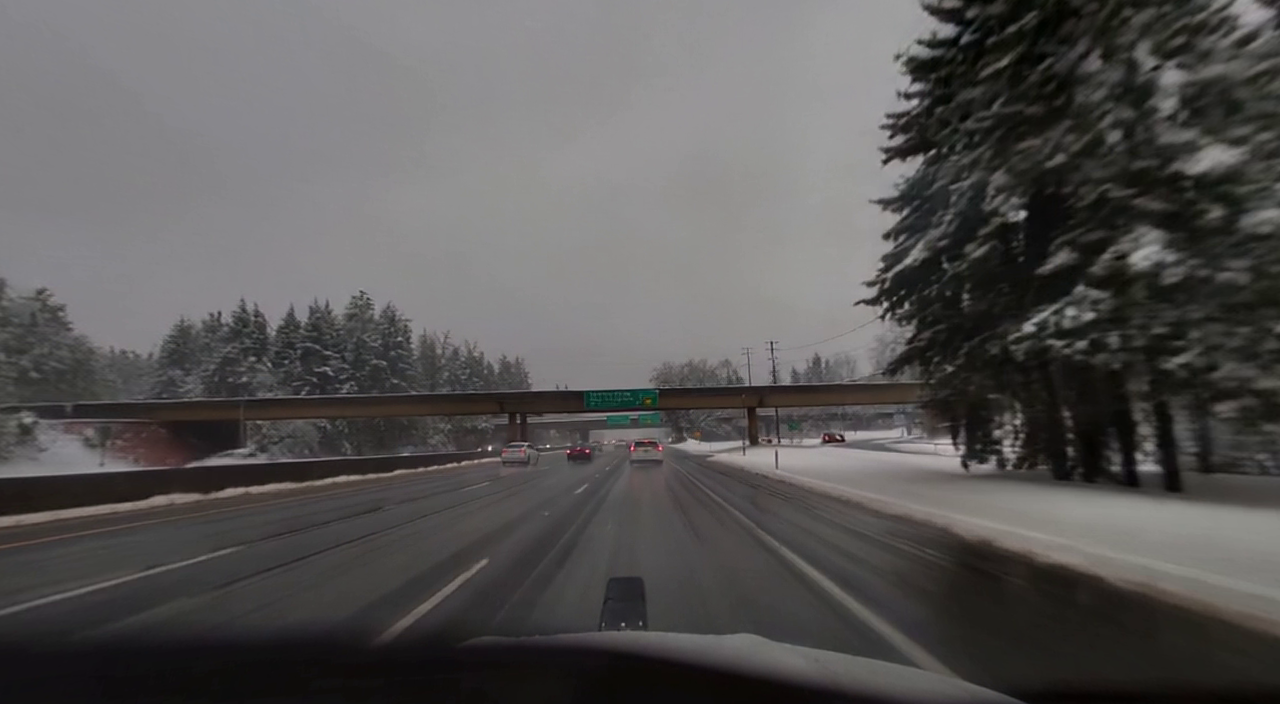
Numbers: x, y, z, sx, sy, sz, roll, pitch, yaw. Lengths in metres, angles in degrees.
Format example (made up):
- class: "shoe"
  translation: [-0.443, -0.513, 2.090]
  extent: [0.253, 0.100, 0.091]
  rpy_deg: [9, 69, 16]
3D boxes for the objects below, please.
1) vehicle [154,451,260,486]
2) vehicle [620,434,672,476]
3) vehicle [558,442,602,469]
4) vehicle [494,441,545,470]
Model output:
- class: "vehicle"
  translation: [-20.936, 5.635, 30.772]
  extent: [1.886, 1.513, 4.625]
  rpy_deg: [0, -8, 0]
- class: "vehicle"
  translation: [0.255, 4.562, 28.214]
  extent: [2.152, 1.697, 4.066]
  rpy_deg: [0, -8, 0]
- class: "vehicle"
  translation: [-3.428, 6.019, 36.879]
  extent: [2.056, 1.464, 4.564]
  rpy_deg: [0, -8, 1]
- class: "vehicle"
  translation: [-7.286, 6.286, 38.637]
  extent: [2.139, 1.653, 4.614]
  rpy_deg: [0, -8, 2]
